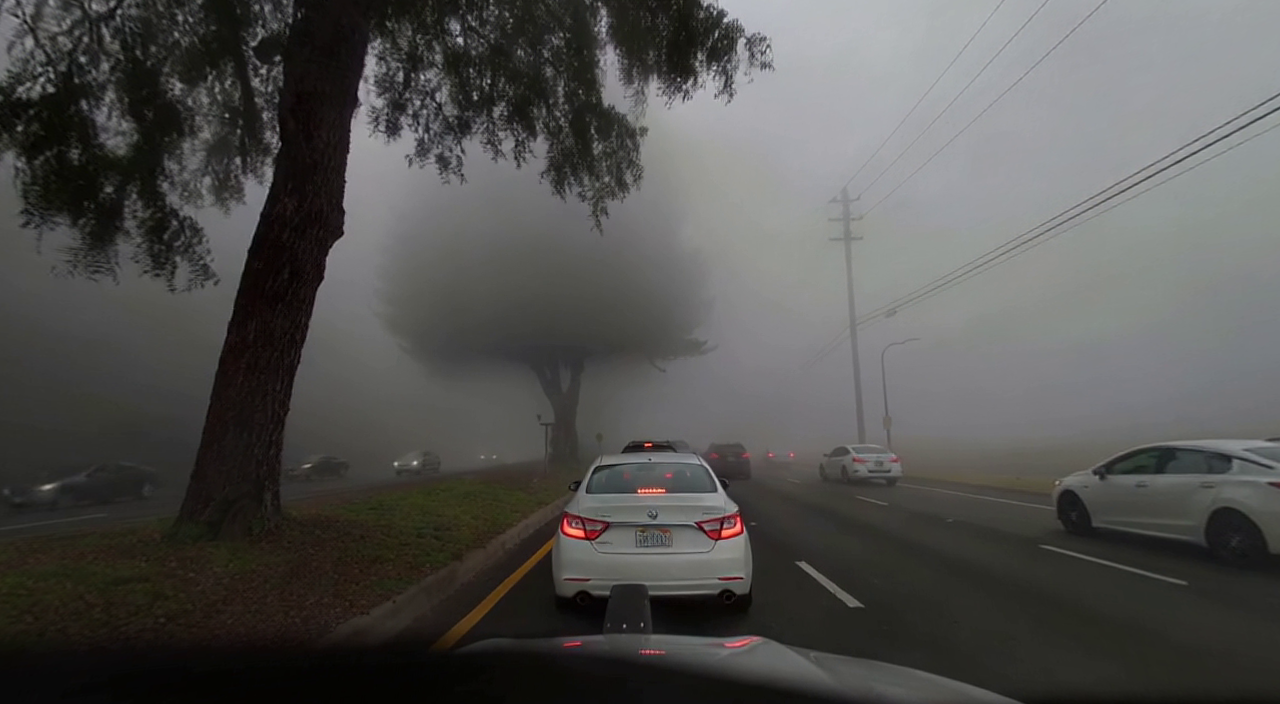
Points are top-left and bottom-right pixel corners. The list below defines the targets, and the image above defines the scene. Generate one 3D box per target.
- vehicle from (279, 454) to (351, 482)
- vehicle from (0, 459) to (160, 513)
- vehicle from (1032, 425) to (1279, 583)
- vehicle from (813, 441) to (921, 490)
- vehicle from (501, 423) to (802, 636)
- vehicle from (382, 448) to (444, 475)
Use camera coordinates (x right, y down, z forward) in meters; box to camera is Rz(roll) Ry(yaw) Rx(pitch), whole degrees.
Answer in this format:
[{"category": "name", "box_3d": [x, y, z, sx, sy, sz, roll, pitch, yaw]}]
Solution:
[{"category": "vehicle", "box_3d": [-19.164, 6.851, 37.424, 1.853, 1.489, 4.449, 0, -8, 0]}, {"category": "vehicle", "box_3d": [-18.970, 4.401, 21.171, 1.884, 1.466, 4.821, 0, -8, 0]}, {"category": "vehicle", "box_3d": [6.997, 1.662, 7.482, 1.850, 1.480, 4.474, 0, -8, 1]}, {"category": "vehicle", "box_3d": [7.371, 3.704, 21.029, 1.899, 1.458, 4.499, 0, -8, 0]}, {"category": "vehicle", "box_3d": [0.069, 1.542, 6.475, 2.108, 1.479, 3.935, 0, -8, 0]}, {"category": "vehicle", "box_3d": [-15.007, 7.240, 42.014, 2.291, 1.682, 4.835, 0, -8, 0]}]
